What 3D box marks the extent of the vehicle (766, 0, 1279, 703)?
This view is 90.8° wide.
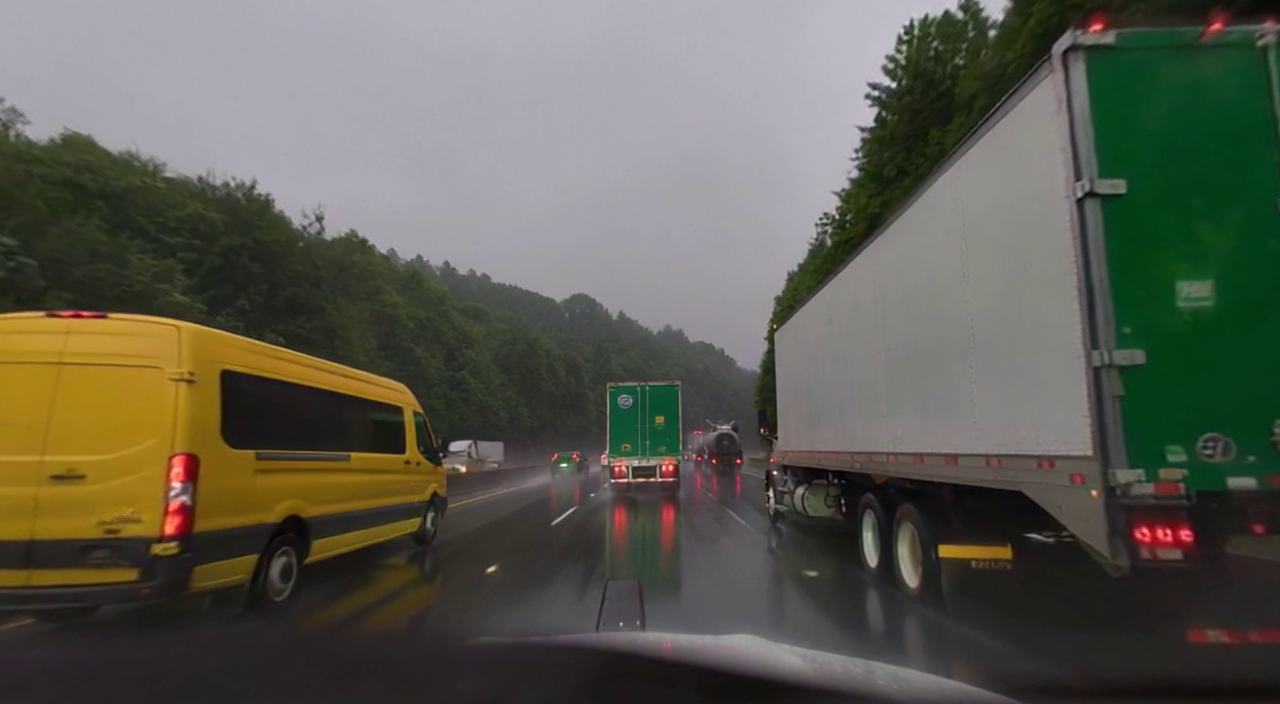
[{"bbox_3d":[4.432,0.501,8.343,3.139,4.152,11.915,0,-9,0],"label":"vehicle"}]

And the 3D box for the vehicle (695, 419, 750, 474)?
[{"bbox_3d":[5.739,6.897,45.870,2.706,3.500,11.483,0,-9,1],"label":"vehicle"}]

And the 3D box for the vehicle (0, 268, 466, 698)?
[{"bbox_3d":[-4.146,1.219,6.960,2.525,2.572,6.260,0,-9,1],"label":"vehicle"}]

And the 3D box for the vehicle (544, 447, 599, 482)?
[{"bbox_3d":[-3.441,5.767,32.572,2.134,1.652,4.439,0,-9,2],"label":"vehicle"}]

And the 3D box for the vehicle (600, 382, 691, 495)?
[{"bbox_3d":[0.136,3.382,24.040,2.773,3.455,9.118,0,-9,0],"label":"vehicle"}]
